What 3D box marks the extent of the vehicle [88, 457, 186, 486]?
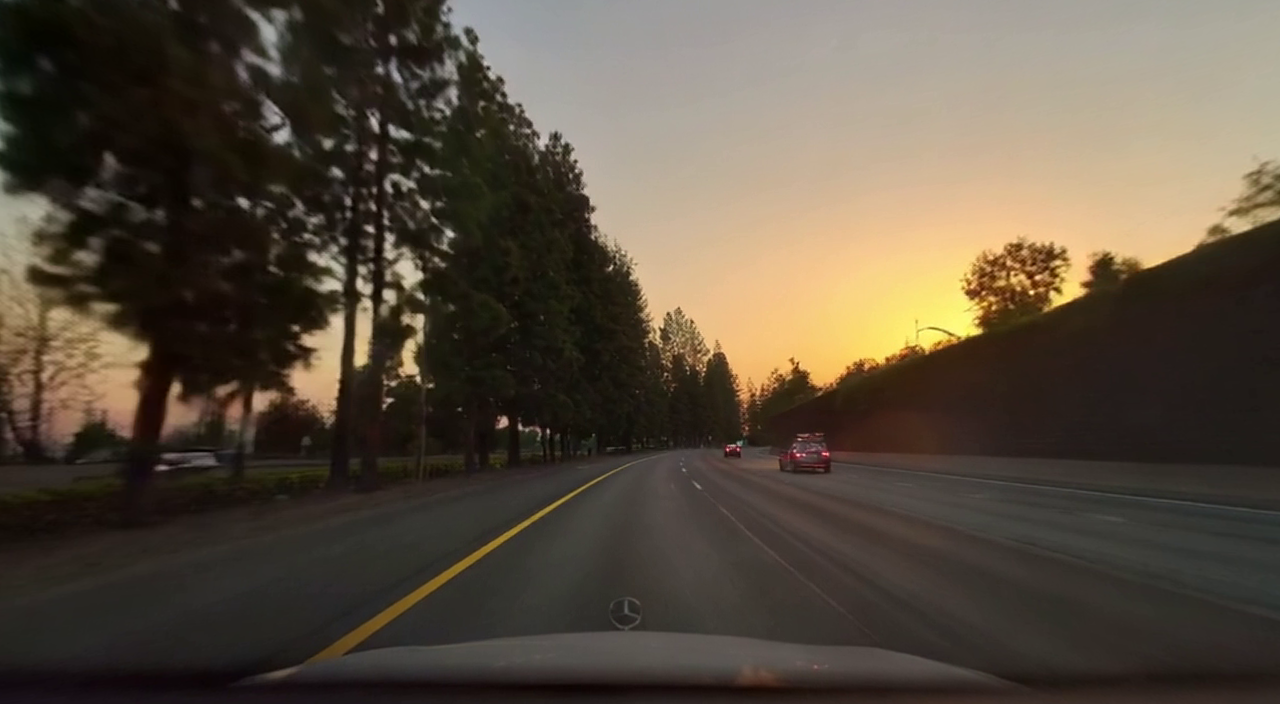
[{"bbox_3d":[-28.212,6.682,35.591,1.725,1.445,4.637,-1,-9,1],"label":"vehicle"}]
